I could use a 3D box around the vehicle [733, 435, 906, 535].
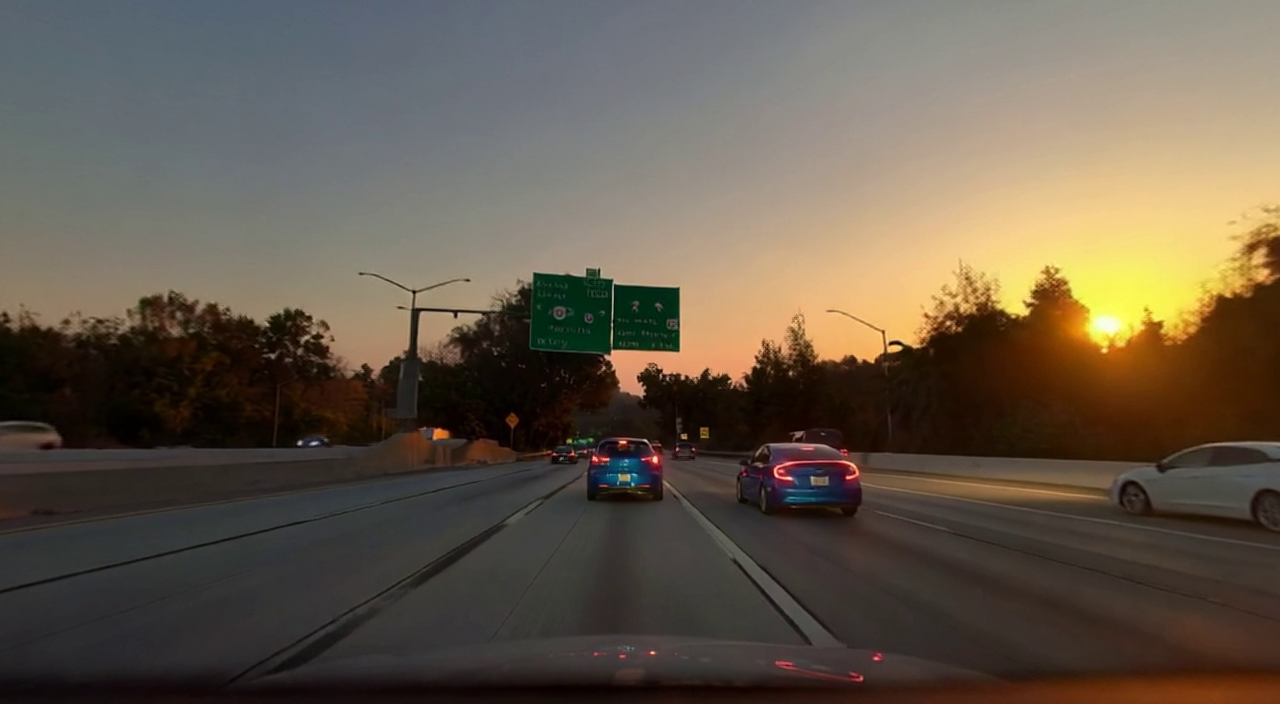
[{"bbox_3d":[3.129,2.412,12.036,1.975,1.532,4.227,1,-9,-1],"label":"vehicle"}]

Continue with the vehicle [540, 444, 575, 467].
[{"bbox_3d":[-5.730,7.255,44.422,2.023,1.497,4.526,1,-9,-2],"label":"vehicle"}]

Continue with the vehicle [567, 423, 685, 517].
[{"bbox_3d":[-0.287,2.494,13.715,2.181,1.728,3.970,1,-9,-1],"label":"vehicle"}]

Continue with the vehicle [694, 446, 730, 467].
[{"bbox_3d":[5.401,7.876,47.689,1.972,1.521,4.498,1,-9,-4],"label":"vehicle"}]

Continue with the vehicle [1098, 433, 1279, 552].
[{"bbox_3d":[9.949,2.103,9.658,2.106,1.641,4.671,1,-9,-4],"label":"vehicle"}]
